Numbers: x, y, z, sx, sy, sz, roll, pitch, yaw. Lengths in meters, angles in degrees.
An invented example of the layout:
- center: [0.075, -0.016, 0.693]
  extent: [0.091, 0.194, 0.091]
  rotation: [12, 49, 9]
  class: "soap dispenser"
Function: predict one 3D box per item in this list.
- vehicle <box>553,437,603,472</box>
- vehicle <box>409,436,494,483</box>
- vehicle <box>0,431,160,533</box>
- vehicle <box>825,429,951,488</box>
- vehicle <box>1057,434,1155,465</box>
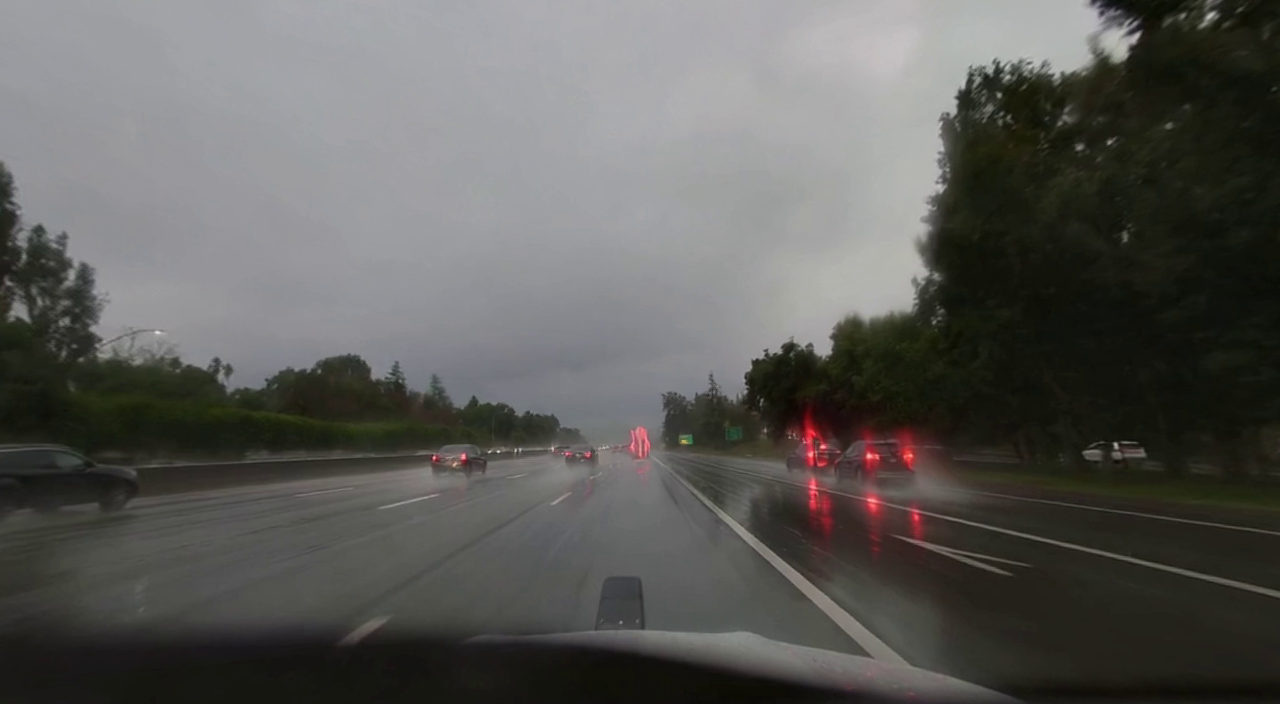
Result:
- center: [-3.614, 6.142, 37.827]
  extent: [2.288, 1.962, 5.119]
  rotation: [0, -9, 2]
  class: "vehicle"
- center: [-7.647, 4.412, 26.007]
  extent: [2.087, 1.755, 4.457]
  rotation: [0, -9, 0]
  class: "vehicle"
- center: [-11.322, 2.271, 11.317]
  extent: [1.958, 1.633, 4.302]
  rotation: [0, -9, 0]
  class: "vehicle"
- center: [8.464, 3.715, 22.117]
  extent: [2.259, 1.816, 4.862]
  rotation: [0, -9, -2]
  class: "vehicle"
- center: [28.502, 6.001, 38.751]
  extent: [2.051, 1.728, 4.927]
  rotation: [0, -9, -3]
  class: "vehicle"
